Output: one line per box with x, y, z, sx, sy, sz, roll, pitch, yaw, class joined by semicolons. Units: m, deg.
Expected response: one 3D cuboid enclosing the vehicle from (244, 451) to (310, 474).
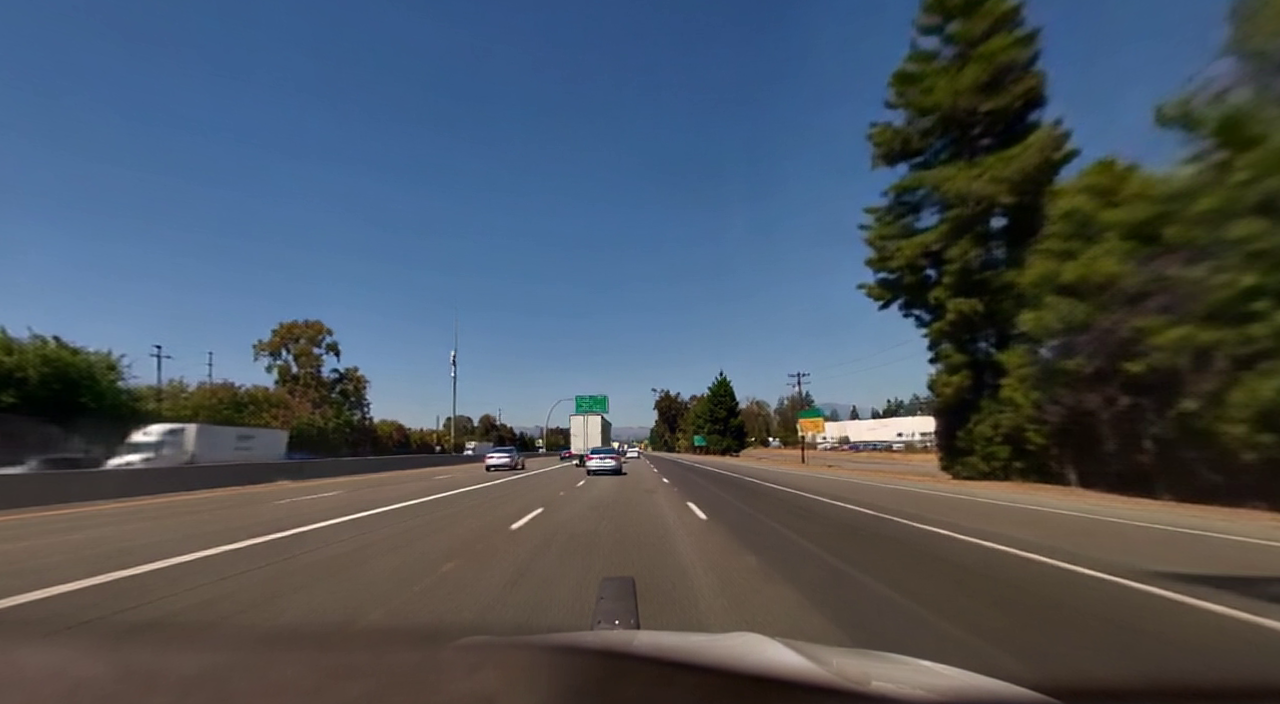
-23.545;7.167;41.133;1.813;1.411;4.115;0;-9;0;vehicle

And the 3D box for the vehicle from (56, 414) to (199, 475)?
-35.248;6.455;44.012;2.998;3.834;8.114;0;-9;0;vehicle

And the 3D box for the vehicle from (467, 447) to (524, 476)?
-7.761;5.890;34.283;2.026;1.477;4.467;0;-9;0;vehicle

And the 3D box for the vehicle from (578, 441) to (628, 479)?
-1.656;5.049;29.805;2.033;1.669;4.112;0;-9;1;vehicle
